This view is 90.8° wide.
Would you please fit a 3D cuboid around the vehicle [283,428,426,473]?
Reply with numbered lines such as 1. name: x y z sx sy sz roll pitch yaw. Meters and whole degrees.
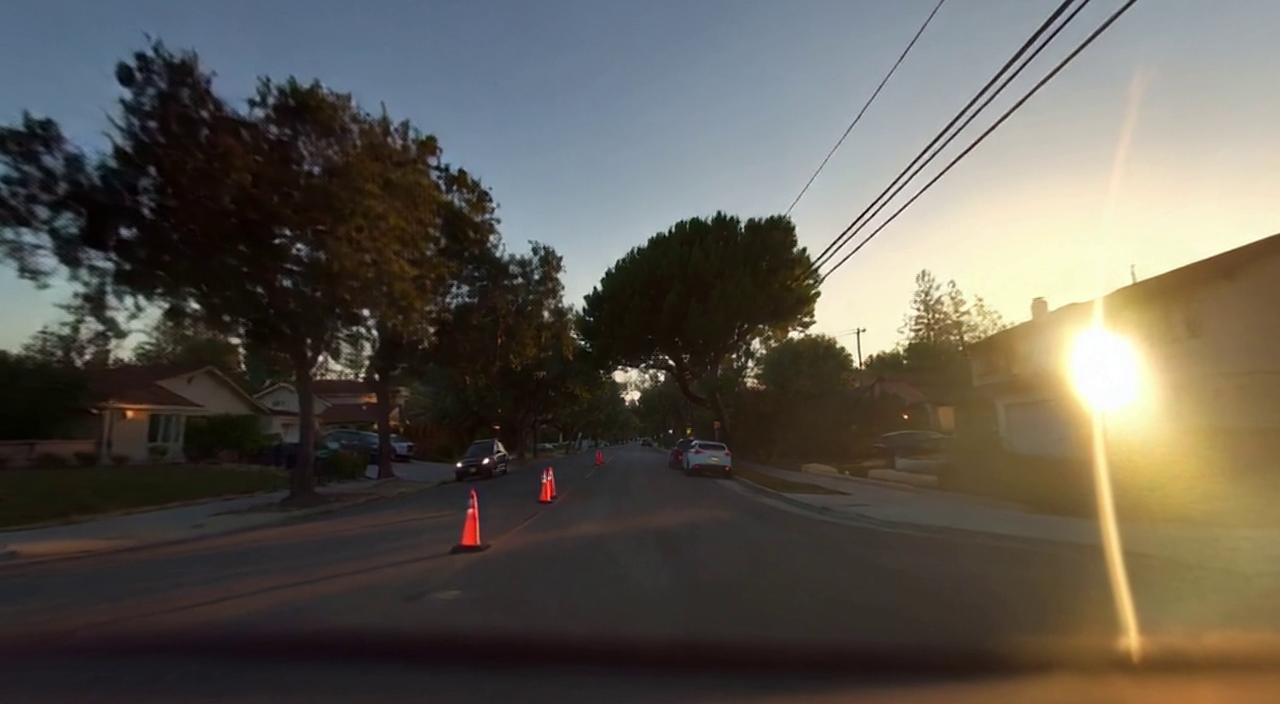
1. vehicle: -15.450 5.378 34.557 6.526 2.046 2.522 3 -8 -2

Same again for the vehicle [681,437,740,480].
1. vehicle: 2.956 4.551 27.233 1.896 1.602 4.571 3 -8 -1

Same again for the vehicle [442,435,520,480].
1. vehicle: -7.353 4.983 29.852 2.266 1.877 5.167 -1 -9 1
